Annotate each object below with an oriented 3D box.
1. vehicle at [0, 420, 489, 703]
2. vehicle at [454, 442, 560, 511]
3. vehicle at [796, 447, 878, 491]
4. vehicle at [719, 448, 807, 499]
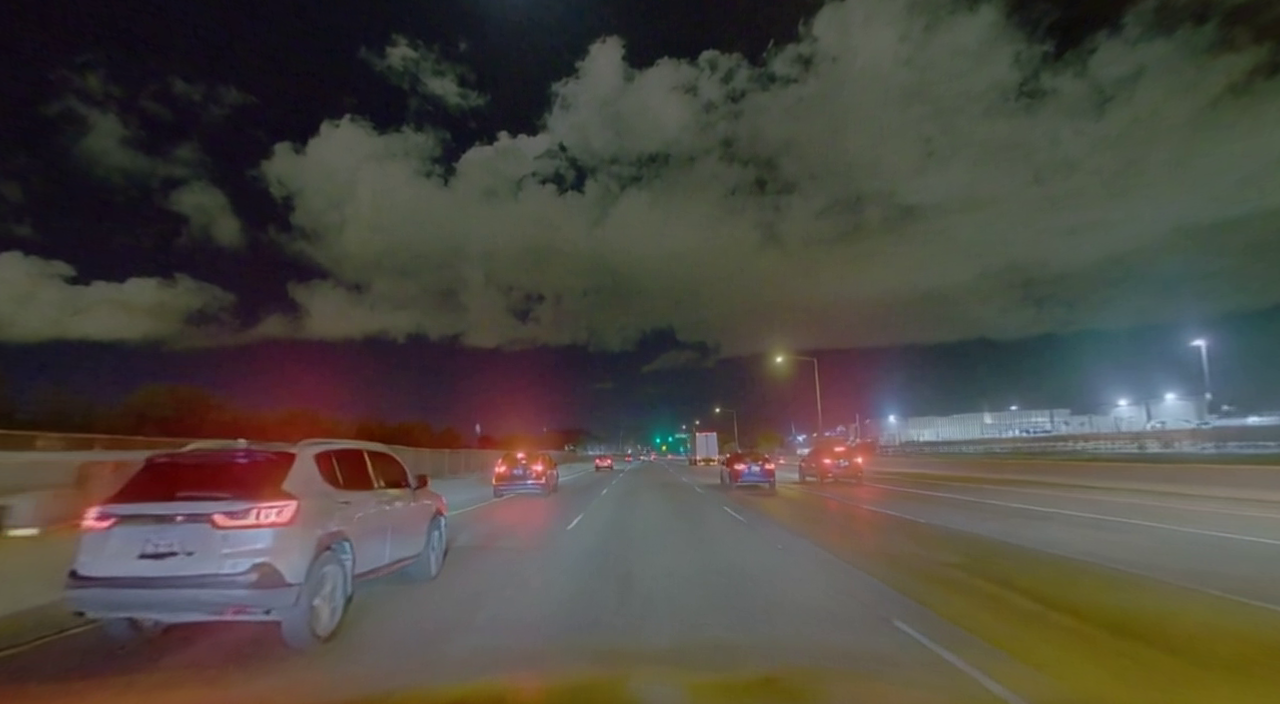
[{"bbox_3d":[-3.075,1.509,5.669,2.067,1.555,4.851,-1,-9,2],"label":"vehicle"},{"bbox_3d":[-3.549,3.402,17.701,2.036,1.669,4.112,-1,-9,1],"label":"vehicle"},{"bbox_3d":[7.530,4.475,24.484,1.860,1.520,3.961,-1,-9,0],"label":"vehicle"},{"bbox_3d":[3.898,3.928,20.835,1.942,1.453,4.329,0,-9,-1],"label":"vehicle"}]
